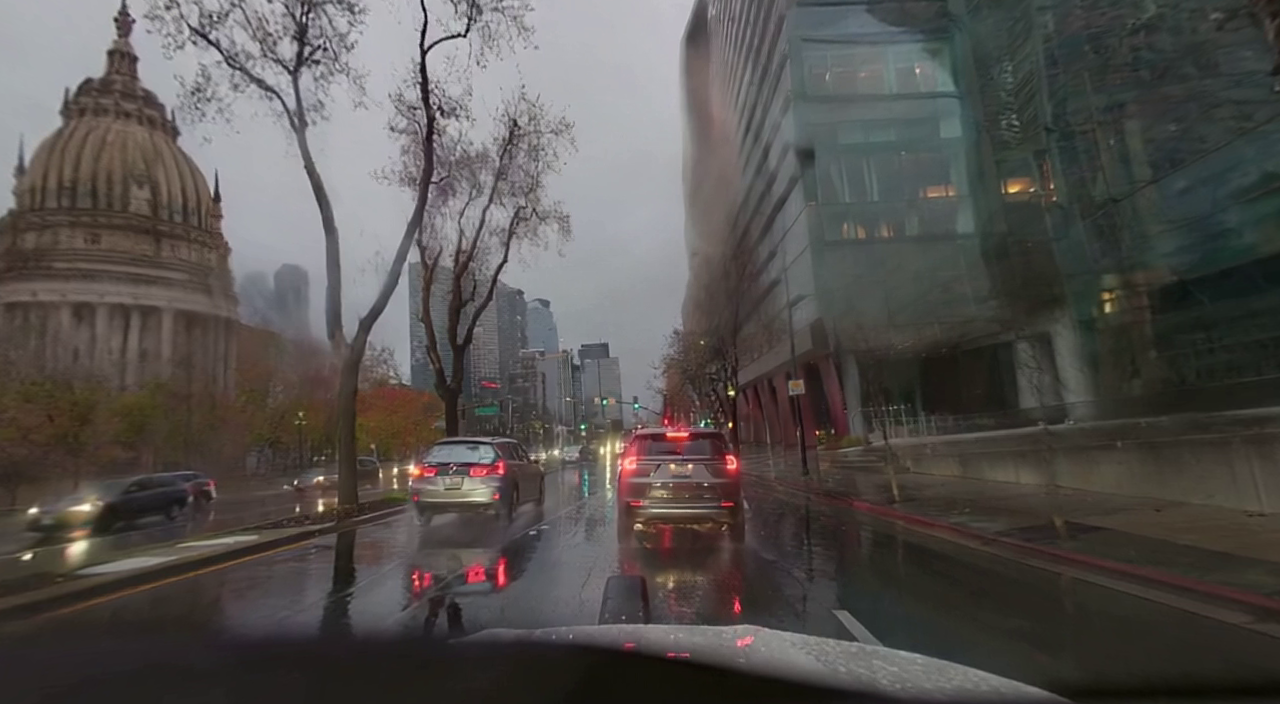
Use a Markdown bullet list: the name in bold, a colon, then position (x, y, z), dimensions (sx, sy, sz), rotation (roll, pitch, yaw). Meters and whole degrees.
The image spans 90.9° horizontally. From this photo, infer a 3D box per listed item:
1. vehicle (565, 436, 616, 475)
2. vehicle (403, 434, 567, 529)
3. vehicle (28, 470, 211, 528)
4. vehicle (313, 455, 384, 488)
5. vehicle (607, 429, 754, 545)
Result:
- **vehicle**: position (-2.350, 5.018, 30.827), dimensions (1.969, 1.764, 4.160), rotation (0, -9, 3)
- **vehicle**: position (-2.763, 2.422, 12.385), dimensions (1.961, 1.517, 4.202), rotation (0, -9, 3)
- **vehicle**: position (-17.003, 4.799, 21.011), dimensions (2.092, 1.522, 4.624), rotation (0, -9, 1)
- **vehicle**: position (-16.928, 6.934, 36.900), dimensions (2.075, 1.700, 4.405), rotation (0, -9, 0)
- **vehicle**: position (0.612, 2.074, 10.301), dimensions (1.933, 1.504, 3.802), rotation (0, -9, 3)
